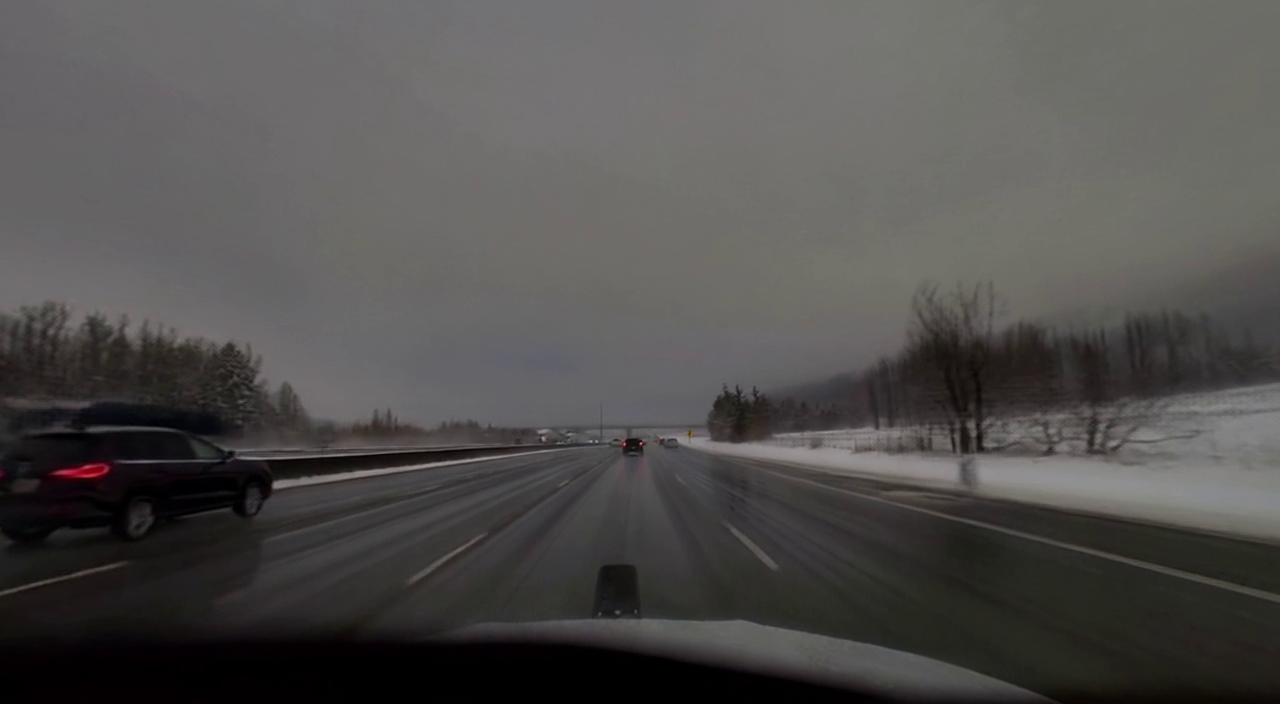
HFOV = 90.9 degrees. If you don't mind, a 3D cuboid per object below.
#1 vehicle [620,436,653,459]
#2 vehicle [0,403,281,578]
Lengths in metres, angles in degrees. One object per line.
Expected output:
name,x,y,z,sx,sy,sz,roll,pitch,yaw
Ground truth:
vehicle,-0.260,6.438,42.636,2.140,1.475,3.969,0,-8,0
vehicle,-6.803,1.572,8.012,1.939,1.601,4.338,0,-8,0
